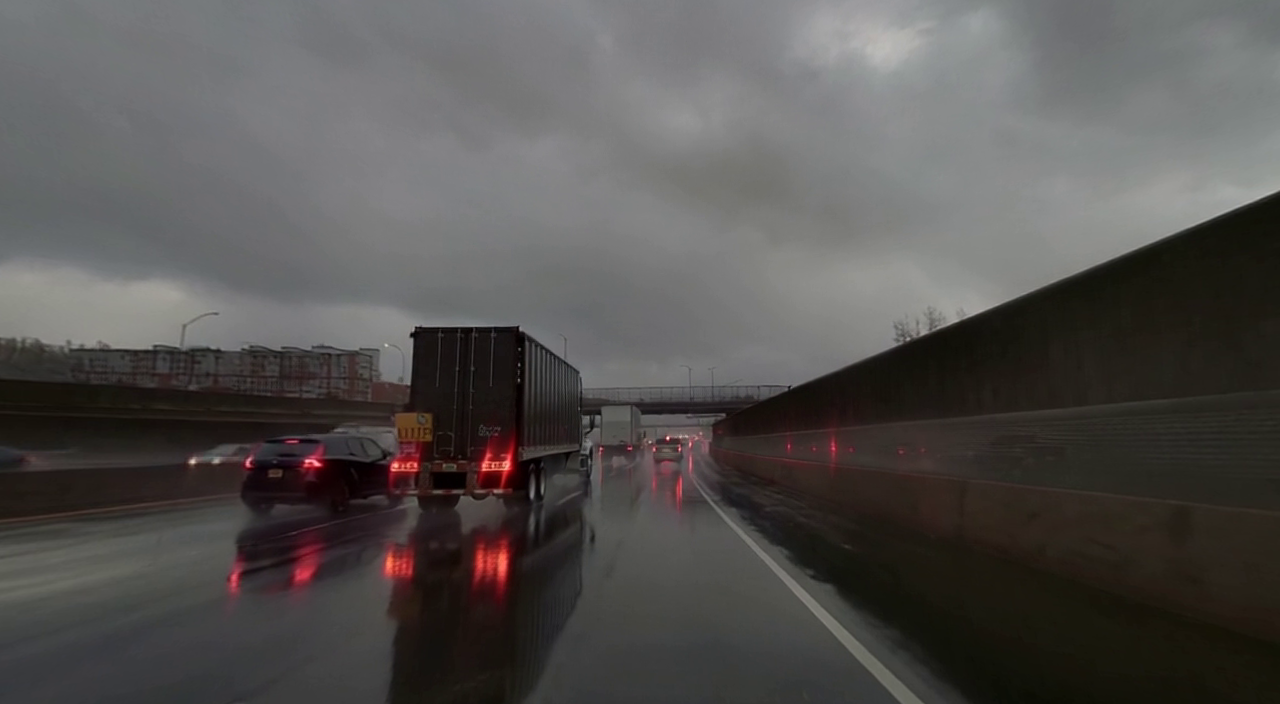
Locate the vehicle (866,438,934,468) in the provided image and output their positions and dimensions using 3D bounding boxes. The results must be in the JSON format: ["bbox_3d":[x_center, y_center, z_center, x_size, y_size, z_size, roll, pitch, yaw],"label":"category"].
[{"bbox_3d":[15.263,5.965,37.302,2.237,1.656,4.676,-1,-9,3],"label":"vehicle"}]

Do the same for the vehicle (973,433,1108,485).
[{"bbox_3d":[14.303,3.841,22.900,2.022,1.675,4.792,-1,-9,4],"label":"vehicle"}]

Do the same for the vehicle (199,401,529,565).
[{"bbox_3d":[-3.360,1.690,8.736,2.896,1.779,3.441,0,-8,2],"label":"vehicle"}]

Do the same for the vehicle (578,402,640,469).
[{"bbox_3d":[-1.803,5.579,41.517,3.073,3.894,9.782,-1,-9,3],"label":"vehicle"}]

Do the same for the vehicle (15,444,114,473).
[{"bbox_3d":[-32.339,5.967,35.523,1.707,1.540,3.921,-1,-9,4],"label":"vehicle"}]

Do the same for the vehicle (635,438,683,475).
[{"bbox_3d":[0.994,5.056,30.585,2.178,1.640,4.071,-1,-9,4],"label":"vehicle"}]
